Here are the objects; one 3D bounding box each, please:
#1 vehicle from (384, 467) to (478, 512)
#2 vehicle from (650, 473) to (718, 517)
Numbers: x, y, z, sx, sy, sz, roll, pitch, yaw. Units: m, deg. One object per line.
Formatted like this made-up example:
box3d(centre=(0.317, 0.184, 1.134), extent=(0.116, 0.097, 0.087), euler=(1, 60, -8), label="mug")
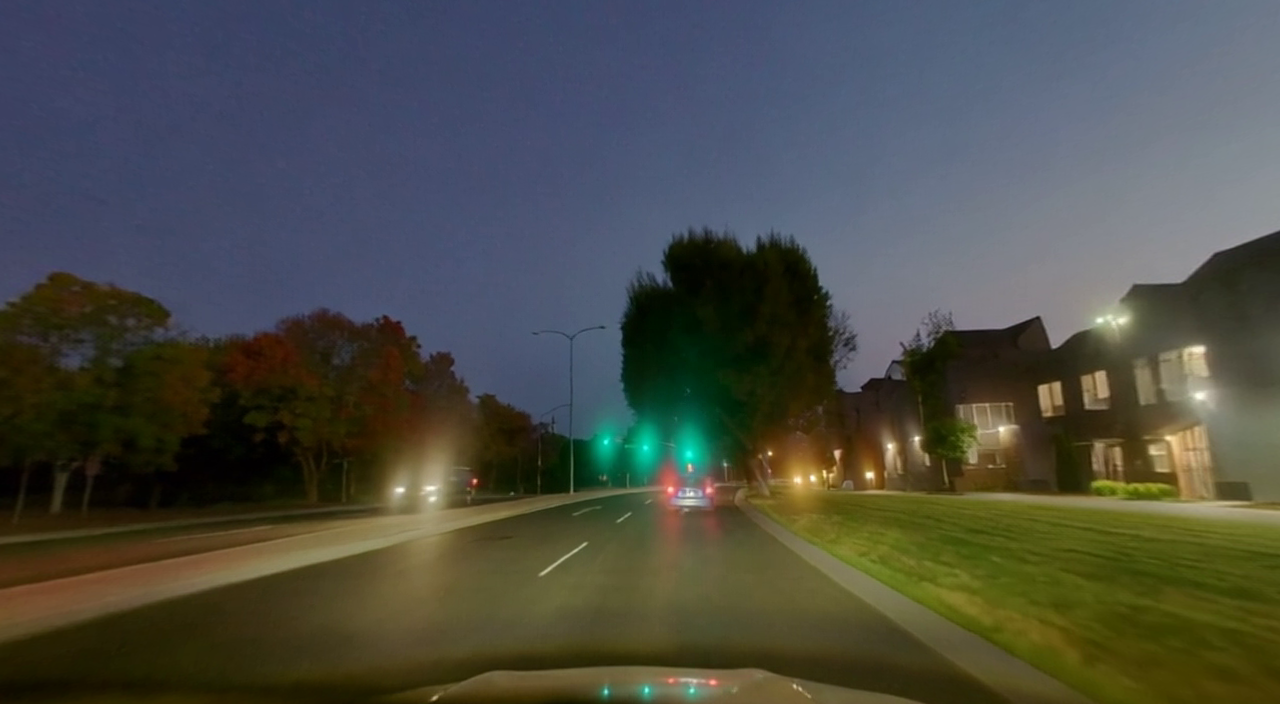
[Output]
box3d(centre=(-9.294, 6.132, 28.487), extent=(2.066, 1.744, 4.771), euler=(-5, -11, 8), label="vehicle")
box3d(centre=(1.646, 4.805, 21.584), extent=(1.972, 1.250, 5.282), euler=(-1, -11, 8), label="vehicle")
